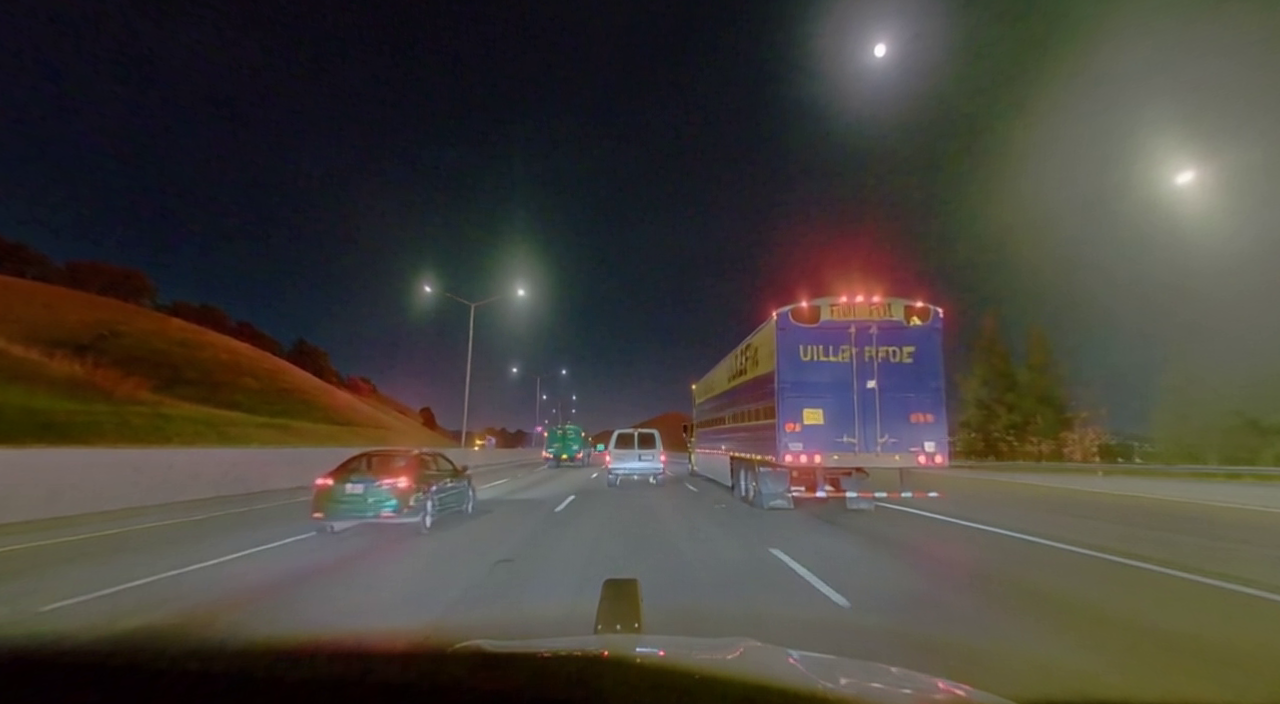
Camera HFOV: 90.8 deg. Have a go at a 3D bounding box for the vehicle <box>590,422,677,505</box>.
[{"bbox_3d":[-0.224,2.948,17.083,2.037,1.929,4.343,0,-9,-2],"label":"vehicle"}]

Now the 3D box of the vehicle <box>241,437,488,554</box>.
[{"bbox_3d":[-3.995,2.139,10.129,2.039,1.453,4.197,0,-9,0],"label":"vehicle"}]

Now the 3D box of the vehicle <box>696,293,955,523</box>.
[{"bbox_3d":[3.862,1.930,17.867,3.006,4.101,13.245,0,-9,-1],"label":"vehicle"}]

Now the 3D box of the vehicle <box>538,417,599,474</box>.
[{"bbox_3d":[-4.072,5.602,37.731,2.947,3.009,7.991,0,-9,-1],"label":"vehicle"}]
